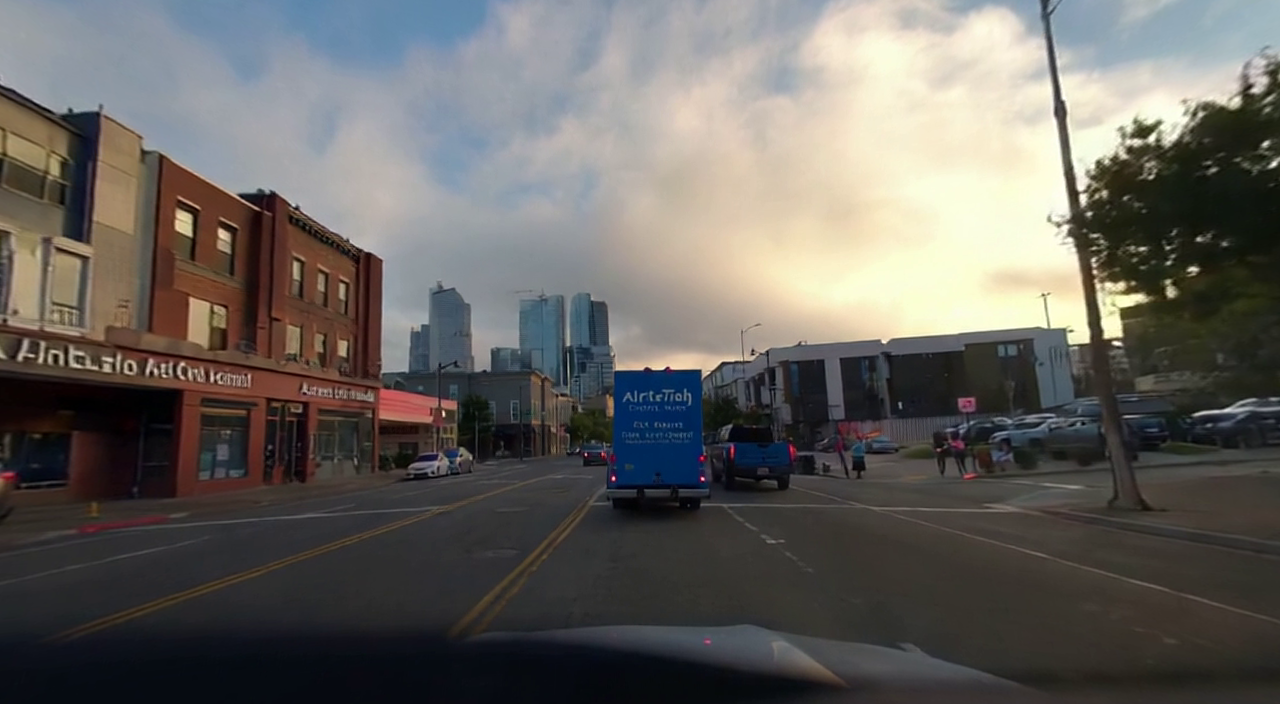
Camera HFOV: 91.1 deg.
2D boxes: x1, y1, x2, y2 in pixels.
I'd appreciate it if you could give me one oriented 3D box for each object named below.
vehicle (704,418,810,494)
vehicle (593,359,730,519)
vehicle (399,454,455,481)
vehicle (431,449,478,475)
[{"bbox_3d":[3.460,3.234,19.840,2.346,2.062,5.236,0,-8,0],"label":"vehicle"},{"bbox_3d":[0.294,2.046,14.725,2.517,2.926,6.177,0,-9,-2],"label":"vehicle"},{"bbox_3d":[-13.165,7.167,39.138,1.901,1.508,4.405,0,-8,0],"label":"vehicle"},{"bbox_3d":[-13.003,7.742,44.352,1.943,1.682,4.365,0,-8,0],"label":"vehicle"}]
